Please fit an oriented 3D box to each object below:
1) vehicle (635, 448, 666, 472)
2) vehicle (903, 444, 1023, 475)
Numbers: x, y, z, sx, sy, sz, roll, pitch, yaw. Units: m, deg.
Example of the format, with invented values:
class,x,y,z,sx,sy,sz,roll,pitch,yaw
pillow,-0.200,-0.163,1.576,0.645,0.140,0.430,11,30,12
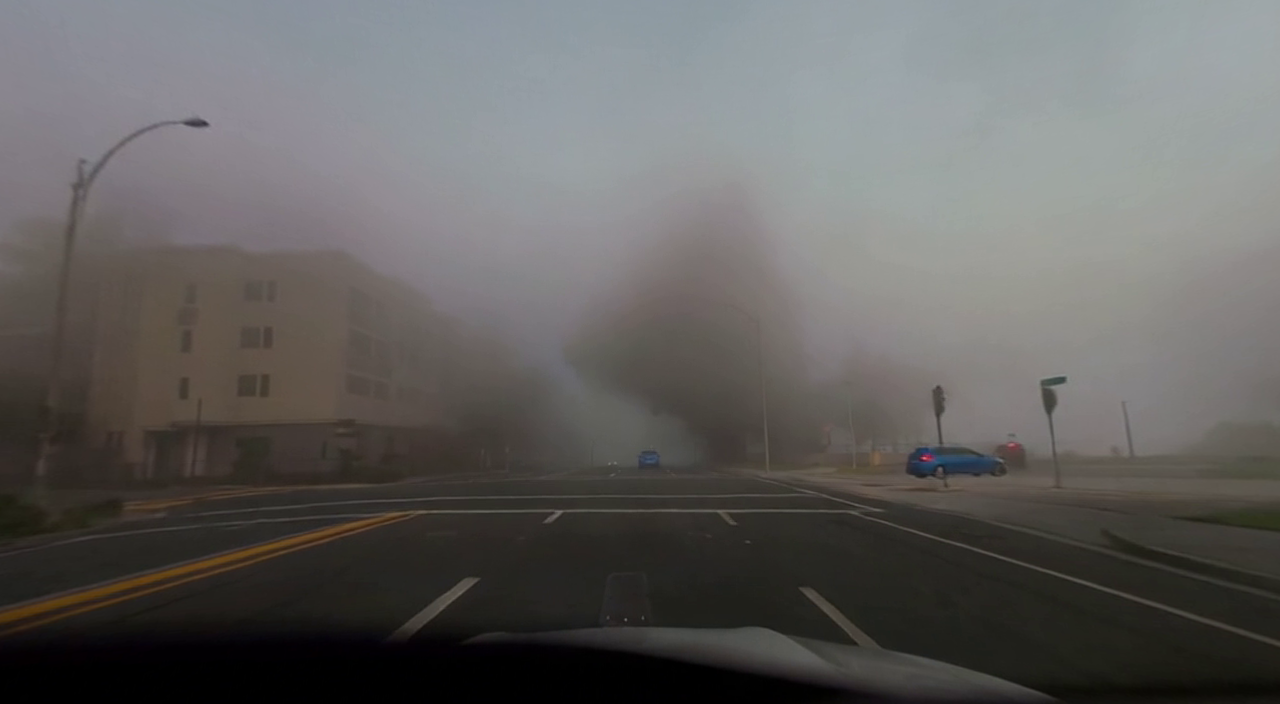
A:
class,x,y,z,sx,sy,sz,roll,pitch,yaw
vehicle,0.775,8.132,47.555,2.200,1.653,4.127,0,-9,0
vehicle,15.942,5.299,31.267,4.824,1.462,1.974,0,-9,-1
